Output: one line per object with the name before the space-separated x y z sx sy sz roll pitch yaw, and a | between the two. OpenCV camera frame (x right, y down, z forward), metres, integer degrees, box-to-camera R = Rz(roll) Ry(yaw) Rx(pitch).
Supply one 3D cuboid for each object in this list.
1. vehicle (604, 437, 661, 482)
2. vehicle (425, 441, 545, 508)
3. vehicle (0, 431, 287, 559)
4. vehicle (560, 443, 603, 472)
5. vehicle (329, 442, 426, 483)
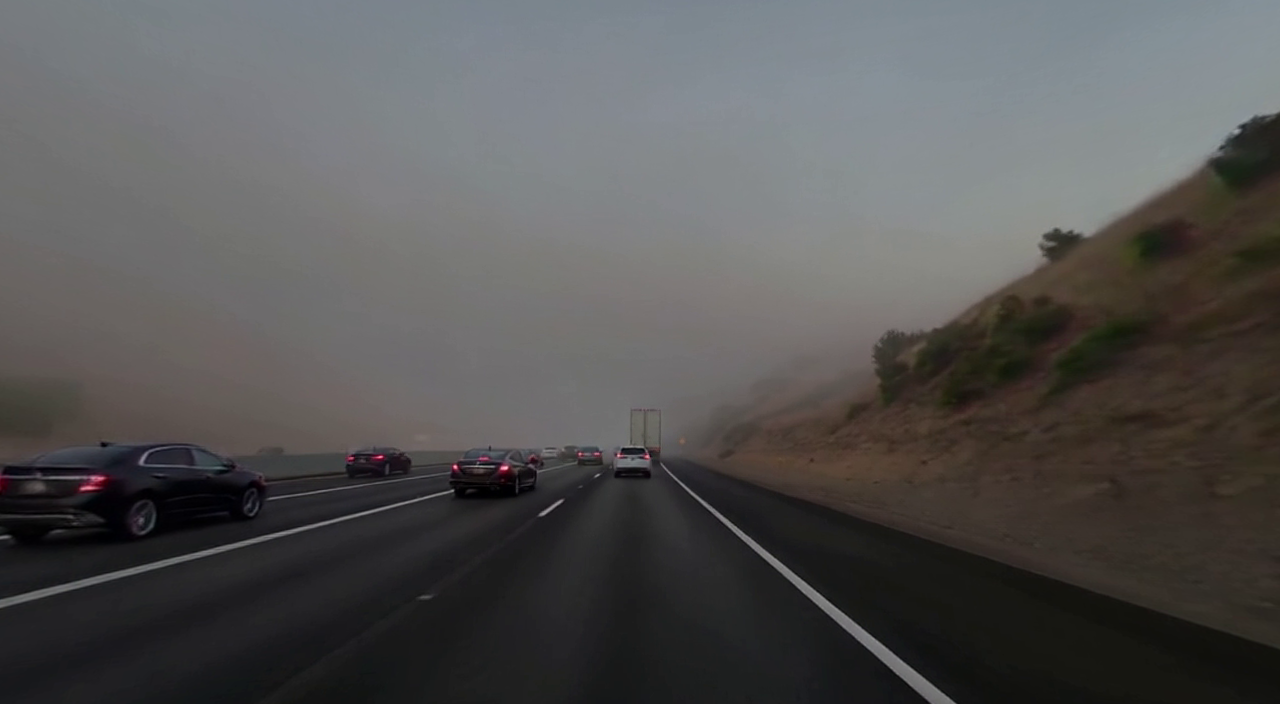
vehicle | -0.294 4.731 27.894 2.281 1.795 4.297 1 -9 0
vehicle | -3.877 3.147 16.677 1.943 1.468 4.547 1 -9 1
vehicle | -7.725 2.041 9.734 2.029 1.507 4.204 1 -9 1
vehicle | -3.558 6.552 39.384 2.155 1.661 4.477 0 -9 1
vehicle | -10.636 4.497 25.935 1.950 1.507 4.527 1 -9 1
